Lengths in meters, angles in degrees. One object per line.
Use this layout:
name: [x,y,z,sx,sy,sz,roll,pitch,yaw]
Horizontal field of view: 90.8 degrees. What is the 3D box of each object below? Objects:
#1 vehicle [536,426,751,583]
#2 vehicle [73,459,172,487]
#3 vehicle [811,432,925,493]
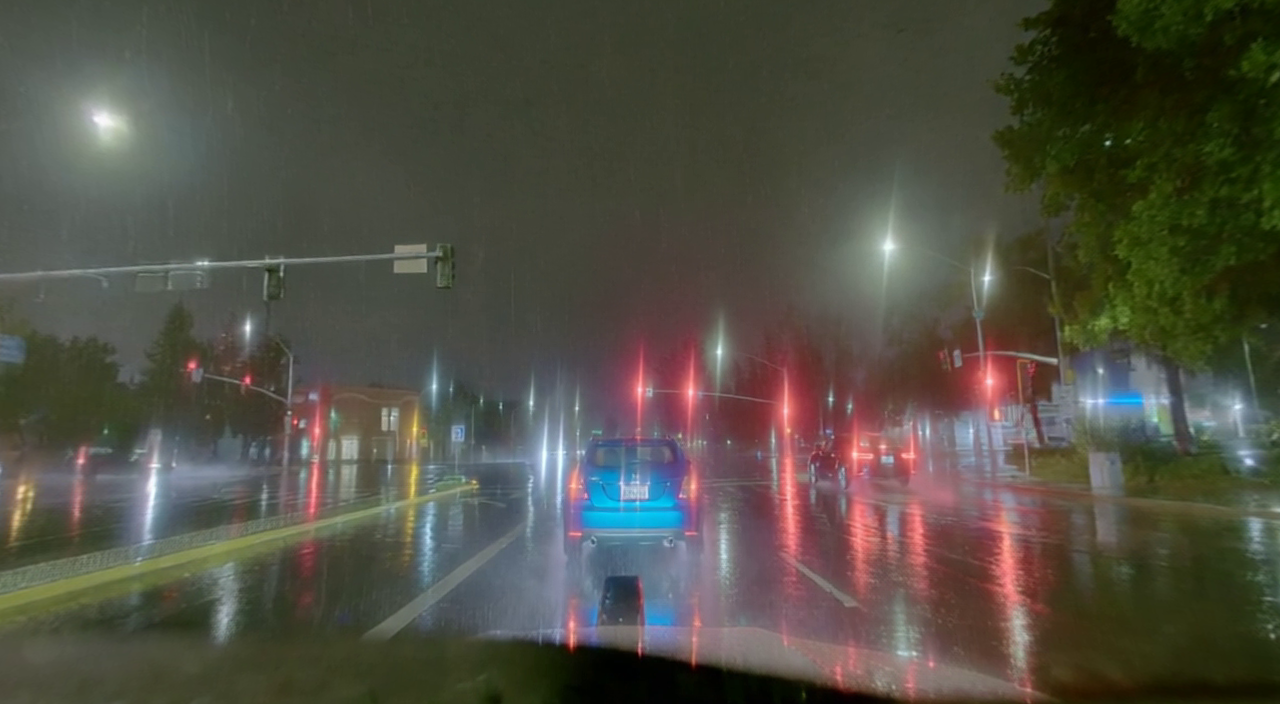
vehicle: [-0.022,1.783,8.267,2.070,1.488,4.206,0,-8,-2]
vehicle: [-32.399,7.561,39.644,4.401,1.625,1.863,0,-8,-4]
vehicle: [7.049,3.440,20.061,2.039,1.692,4.319,0,-8,1]
